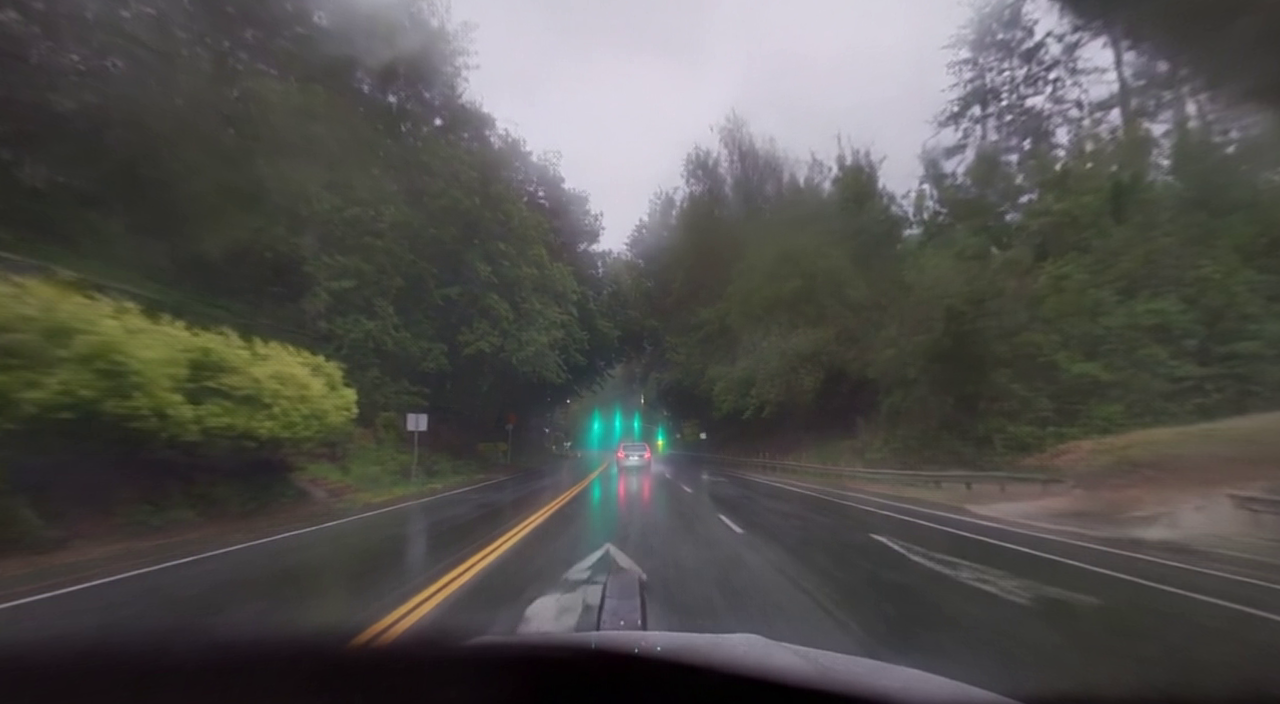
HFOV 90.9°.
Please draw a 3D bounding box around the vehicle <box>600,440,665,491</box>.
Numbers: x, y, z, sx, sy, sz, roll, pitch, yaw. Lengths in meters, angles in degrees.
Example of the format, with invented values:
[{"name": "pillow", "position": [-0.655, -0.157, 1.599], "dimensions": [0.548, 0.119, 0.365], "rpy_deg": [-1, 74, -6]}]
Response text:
[{"name": "vehicle", "position": [-0.284, 3.896, 21.846], "dimensions": [2.037, 1.601, 3.643], "rpy_deg": [0, -9, -1]}]
